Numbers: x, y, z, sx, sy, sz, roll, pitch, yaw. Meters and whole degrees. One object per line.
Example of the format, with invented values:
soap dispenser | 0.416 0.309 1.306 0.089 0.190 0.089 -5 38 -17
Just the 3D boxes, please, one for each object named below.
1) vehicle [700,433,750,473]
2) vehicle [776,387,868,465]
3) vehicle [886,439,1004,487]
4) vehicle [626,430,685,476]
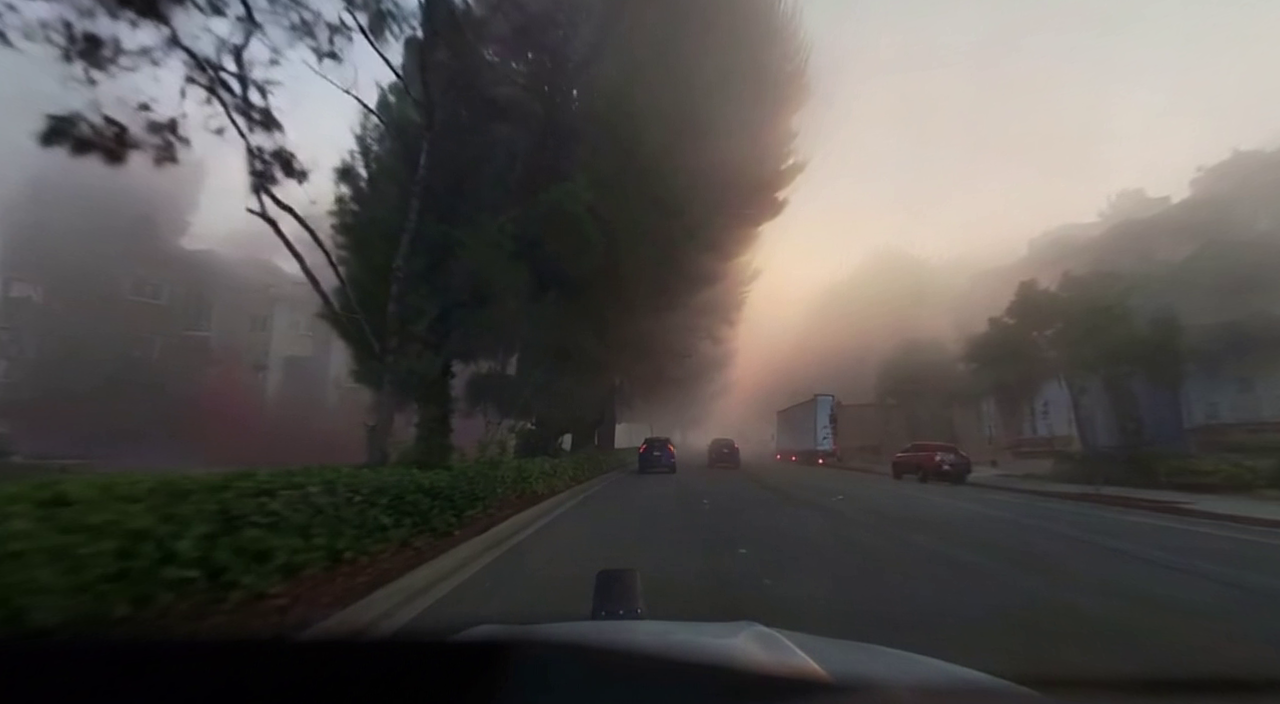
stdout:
vehicle | 4.148 4.996 31.473 2.033 1.823 4.409 0 -9 2
vehicle | 12.172 5.509 44.480 2.854 4.374 17.734 -1 -9 5
vehicle | 10.576 3.873 22.401 1.901 1.496 4.948 0 -9 3
vehicle | 0.735 4.458 27.992 2.345 1.841 5.032 0 -9 3
